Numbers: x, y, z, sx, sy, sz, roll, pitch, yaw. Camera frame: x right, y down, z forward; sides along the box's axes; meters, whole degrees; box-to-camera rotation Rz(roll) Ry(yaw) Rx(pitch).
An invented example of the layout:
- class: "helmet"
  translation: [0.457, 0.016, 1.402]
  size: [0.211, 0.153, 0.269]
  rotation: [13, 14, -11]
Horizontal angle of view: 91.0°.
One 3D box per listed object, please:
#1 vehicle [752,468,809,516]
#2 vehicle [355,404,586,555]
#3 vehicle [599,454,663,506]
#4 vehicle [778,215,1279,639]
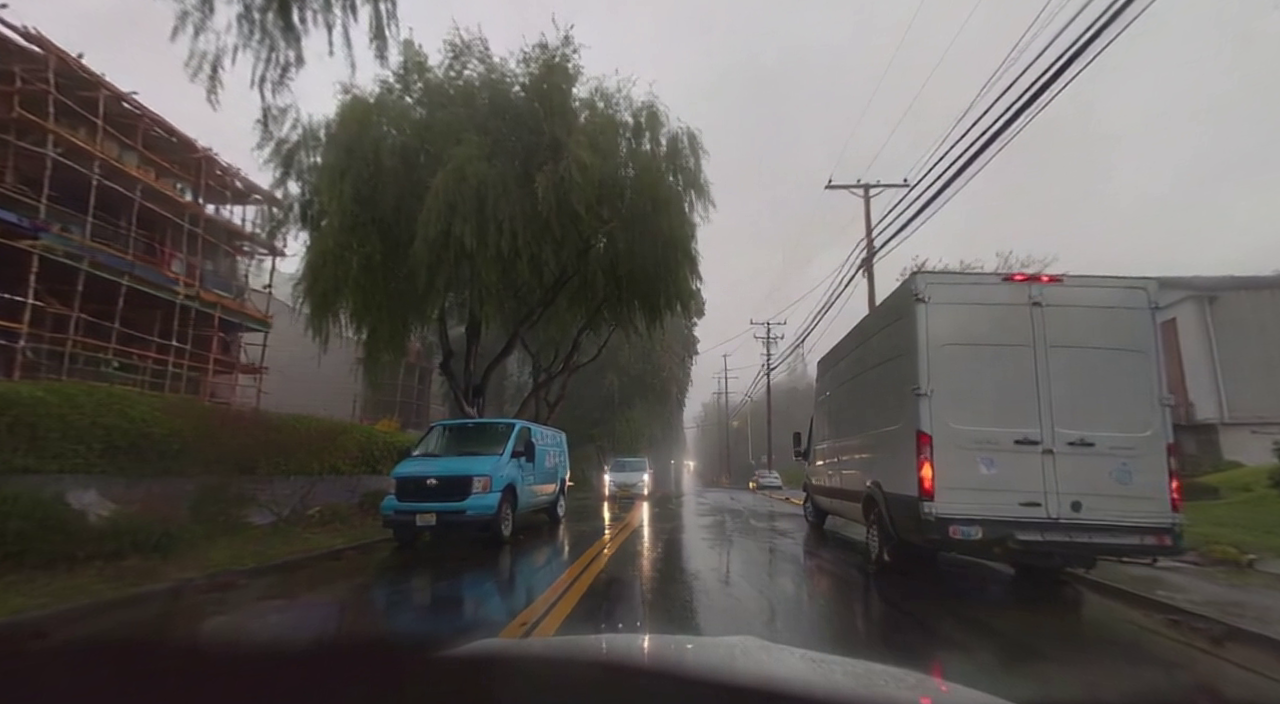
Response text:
- class: "vehicle"
  translation: [6.755, 6.764, 30.823]
  size: [2.124, 1.573, 4.471]
  rotation: [0, -3, 5]
- class: "vehicle"
  translation: [-2.458, 1.876, 10.667]
  size: [2.171, 1.910, 4.789]
  rotation: [-2, -4, 6]
- class: "vehicle"
  translation: [-0.247, 5.422, 27.148]
  size: [2.257, 1.916, 5.089]
  rotation: [-1, -9, 5]
- class: "vehicle"
  translation: [4.587, 1.328, 10.670]
  size: [2.915, 3.793, 9.963]
  rotation: [-1, -8, 4]
